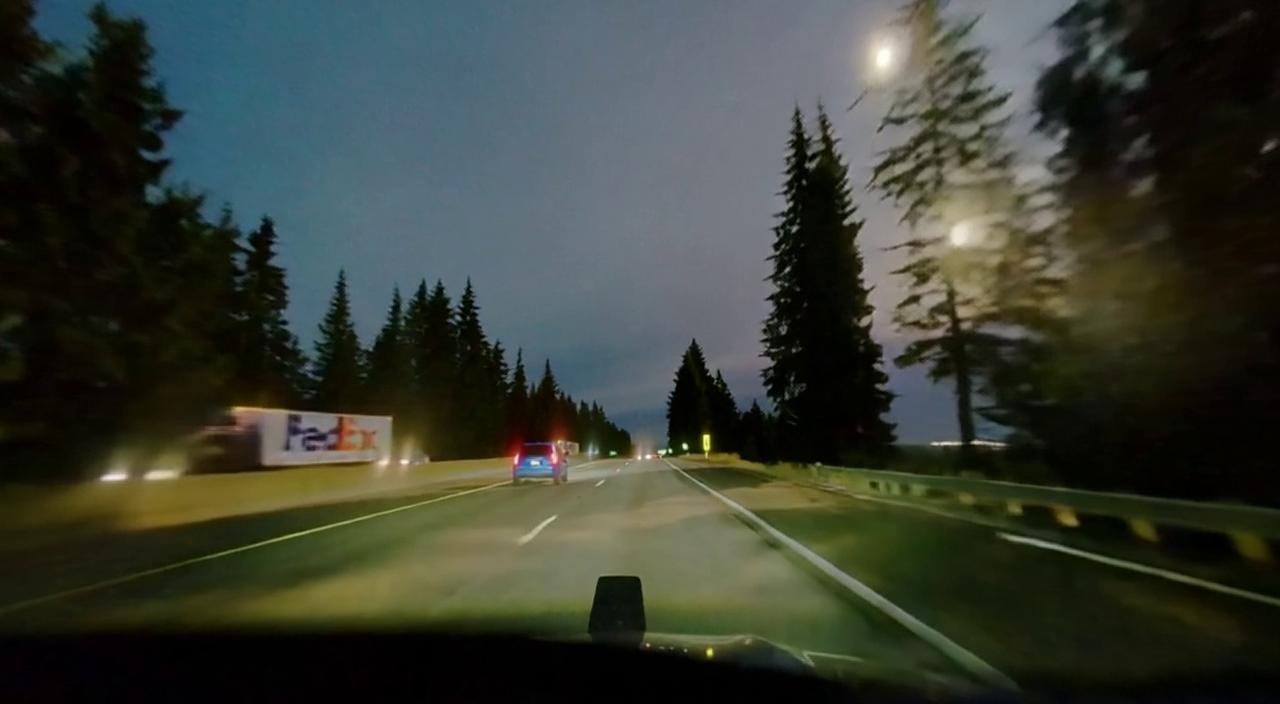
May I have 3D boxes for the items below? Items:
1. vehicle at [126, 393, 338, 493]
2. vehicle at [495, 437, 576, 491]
[{"bbox_3d":[-17.718,4.152,28.496,3.218,3.782,9.130,0,-9,1],"label":"vehicle"},{"bbox_3d":[-3.672,4.012,22.932,2.084,1.752,4.479,0,-9,2],"label":"vehicle"}]
